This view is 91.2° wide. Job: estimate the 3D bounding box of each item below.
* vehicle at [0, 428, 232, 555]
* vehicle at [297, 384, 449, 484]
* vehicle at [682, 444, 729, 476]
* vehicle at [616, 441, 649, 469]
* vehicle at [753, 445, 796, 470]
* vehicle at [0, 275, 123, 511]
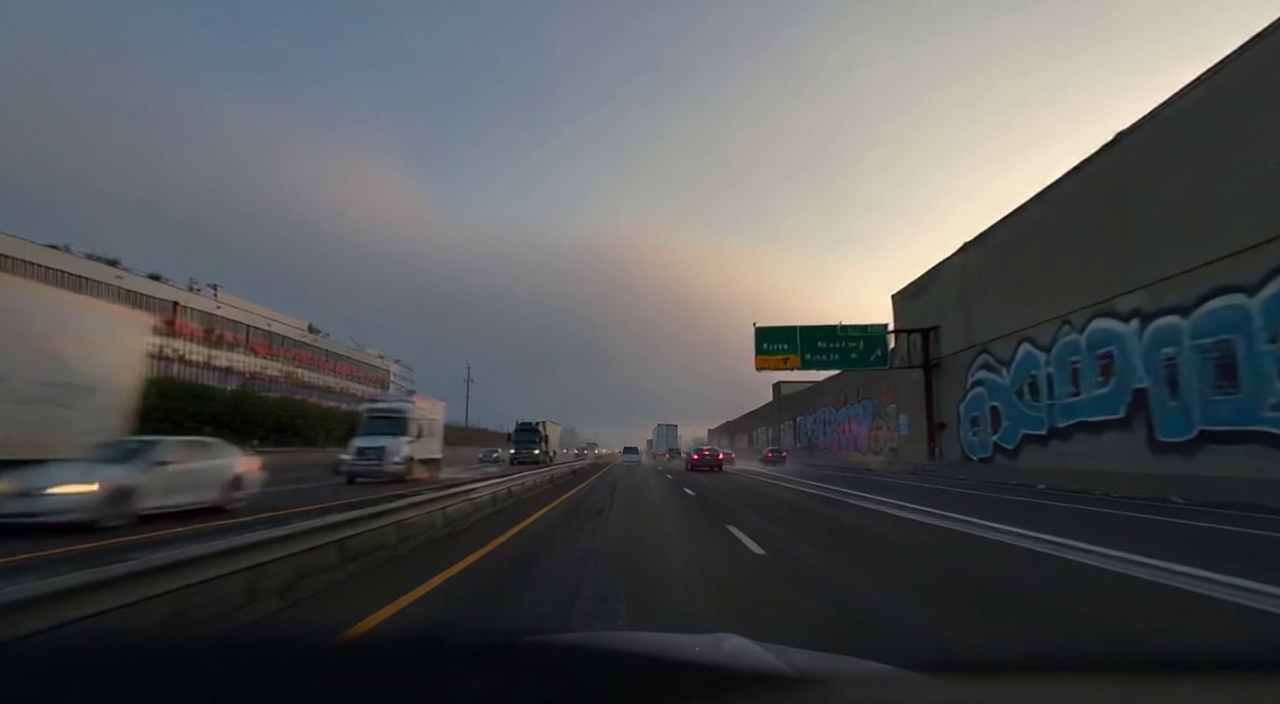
[{"bbox_3d":[-8.459,1.922,9.213,1.907,1.470,4.436,0,-9,0],"label":"vehicle"},{"bbox_3d":[-9.128,2.982,22.446,2.524,3.023,6.674,0,-9,-1],"label":"vehicle"},{"bbox_3d":[3.479,5.818,34.178,2.045,1.605,4.674,0,-9,-1],"label":"vehicle"},{"bbox_3d":[-0.519,7.025,42.899,2.169,1.753,4.151,0,-9,0],"label":"vehicle"},{"bbox_3d":[9.326,7.347,43.861,2.107,1.648,4.324,0,-9,1],"label":"vehicle"},{"bbox_3d":[-12.553,0.007,6.168,2.905,4.059,14.156,0,-9,0],"label":"vehicle"}]
